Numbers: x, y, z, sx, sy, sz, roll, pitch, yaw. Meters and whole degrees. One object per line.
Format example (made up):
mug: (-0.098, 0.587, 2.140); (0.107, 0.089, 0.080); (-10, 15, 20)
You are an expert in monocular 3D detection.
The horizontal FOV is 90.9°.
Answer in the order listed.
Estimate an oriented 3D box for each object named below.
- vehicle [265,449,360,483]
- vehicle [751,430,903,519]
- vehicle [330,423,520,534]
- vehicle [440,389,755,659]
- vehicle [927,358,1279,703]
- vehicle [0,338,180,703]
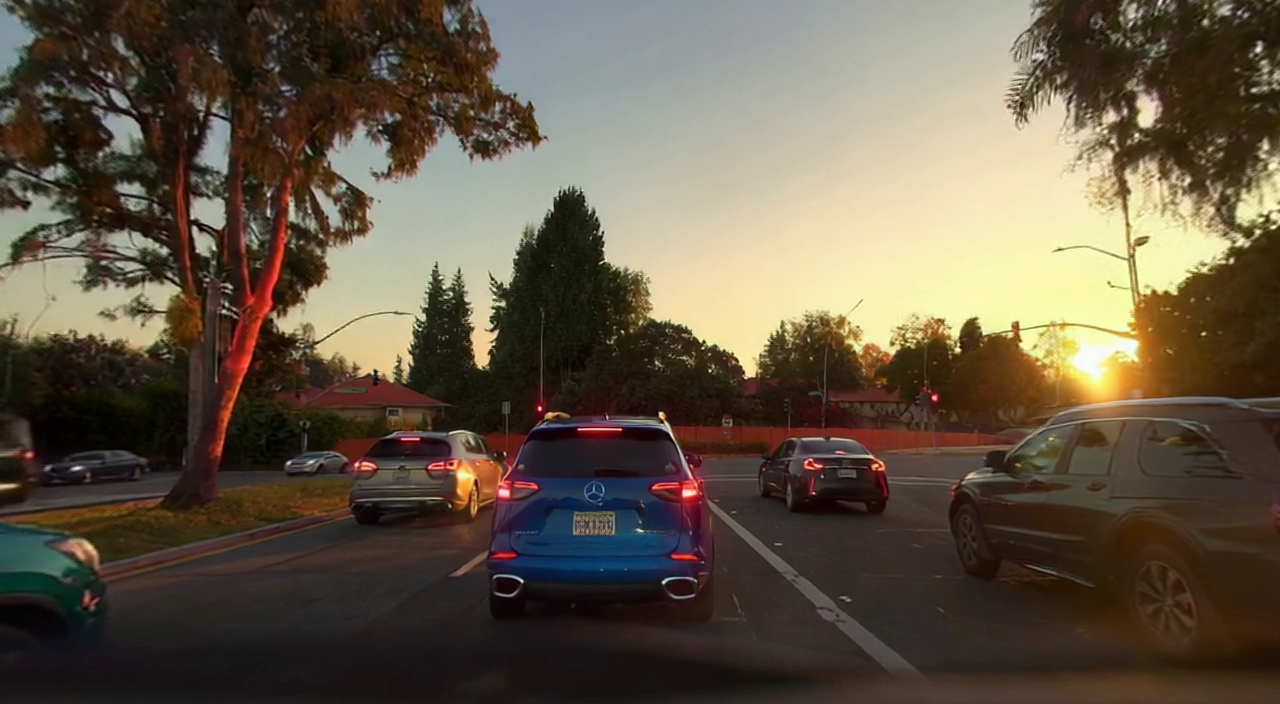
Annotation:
vehicle: (-15.572, 5.432, 30.306); (1.989, 1.461, 4.615); (0, -8, 2)
vehicle: (3.637, 2.440, 13.053); (1.847, 1.554, 3.885); (0, -8, -2)
vehicle: (-3.767, 2.290, 12.039); (2.012, 1.701, 4.316); (0, -8, 1)
vehicle: (-0.167, 1.397, 6.158); (2.022, 1.700, 4.084); (0, -8, 3)
vehicle: (4.152, 1.194, 4.852); (2.014, 1.740, 4.515); (-1, -8, 4)
vehicle: (-3.467, 0.617, 0.979); (2.047, 1.741, 4.470); (0, -8, 1)
